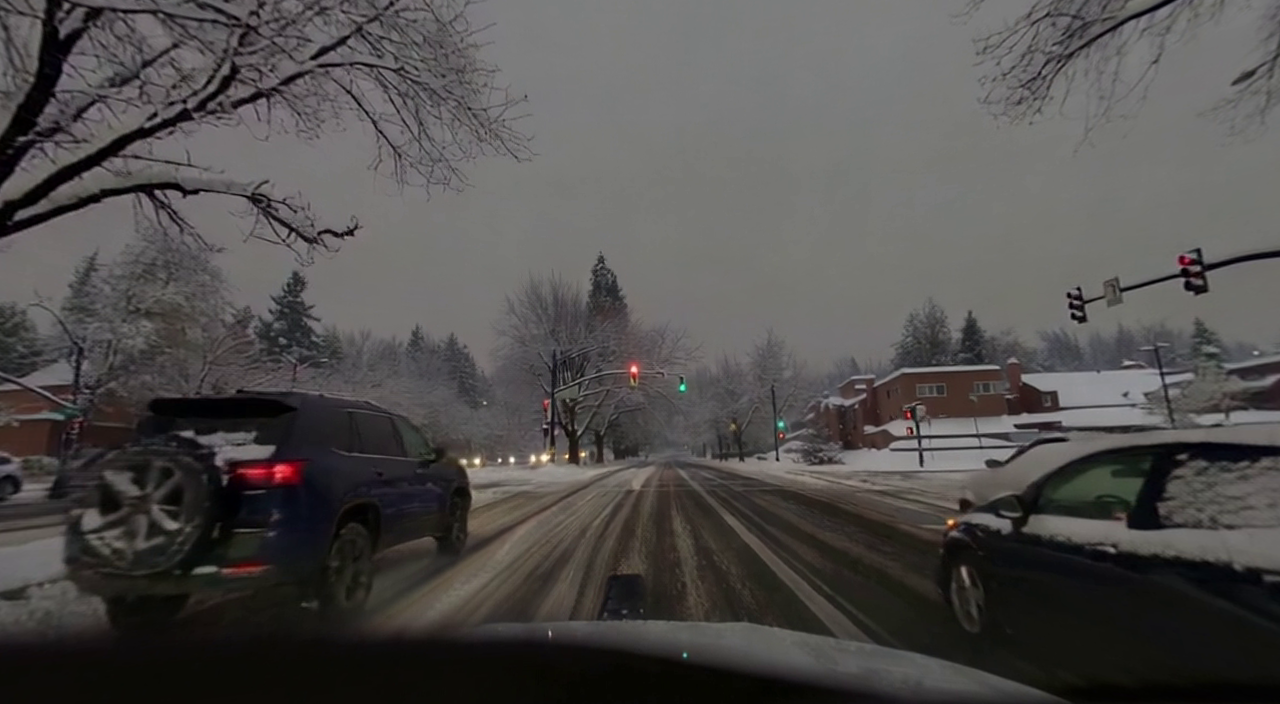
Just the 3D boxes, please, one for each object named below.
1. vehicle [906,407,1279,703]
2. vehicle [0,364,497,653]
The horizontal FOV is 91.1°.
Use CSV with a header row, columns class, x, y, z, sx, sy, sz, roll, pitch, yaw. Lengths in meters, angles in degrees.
class,x,y,z,sx,sy,sz,roll,pitch,yaw
vehicle,3.131,1.014,2.733,1.990,1.454,4.490,0,-8,0
vehicle,-3.250,1.381,6.696,2.231,1.898,4.985,0,-8,0
